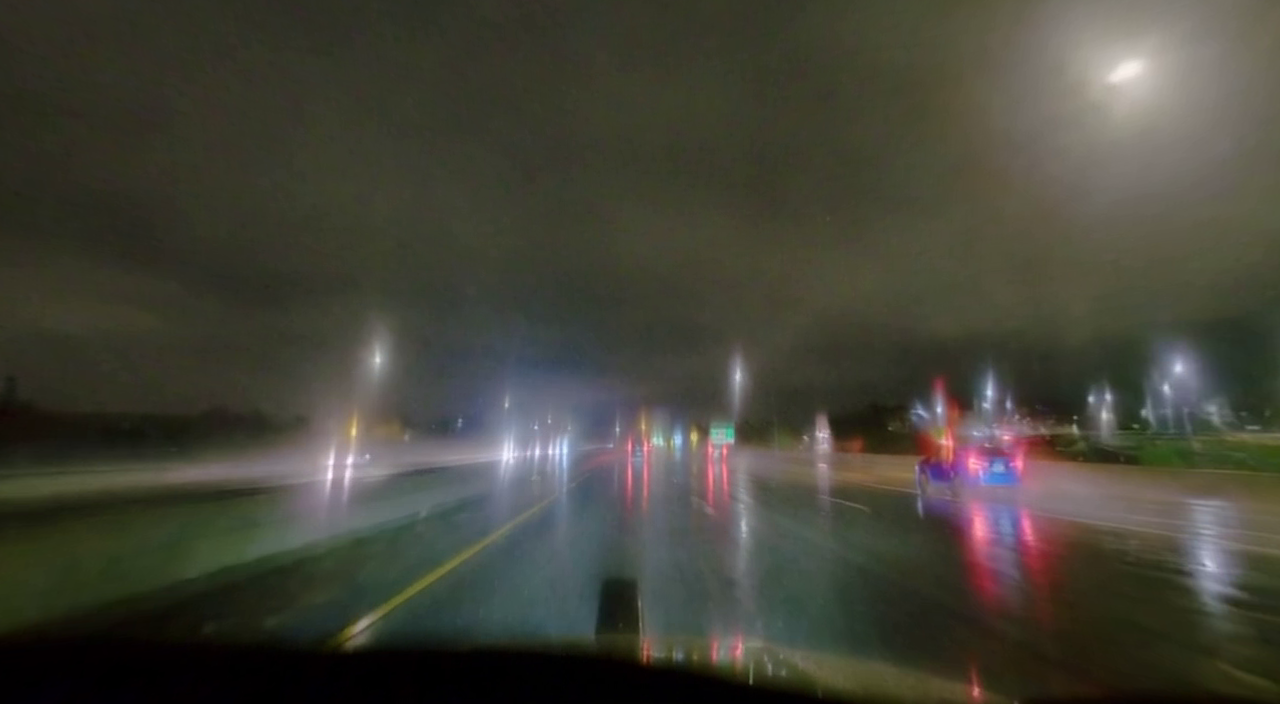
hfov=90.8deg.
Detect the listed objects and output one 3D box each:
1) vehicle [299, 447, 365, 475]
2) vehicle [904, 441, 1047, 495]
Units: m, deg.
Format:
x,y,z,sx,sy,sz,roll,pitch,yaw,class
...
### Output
x,y,z,sx,sy,sz,roll,pitch,yaw,class
-21.232,7.519,43.793,2.059,1.687,5.067,0,-8,-1,vehicle
10.667,3.684,20.595,2.024,1.481,4.747,1,-8,-1,vehicle
